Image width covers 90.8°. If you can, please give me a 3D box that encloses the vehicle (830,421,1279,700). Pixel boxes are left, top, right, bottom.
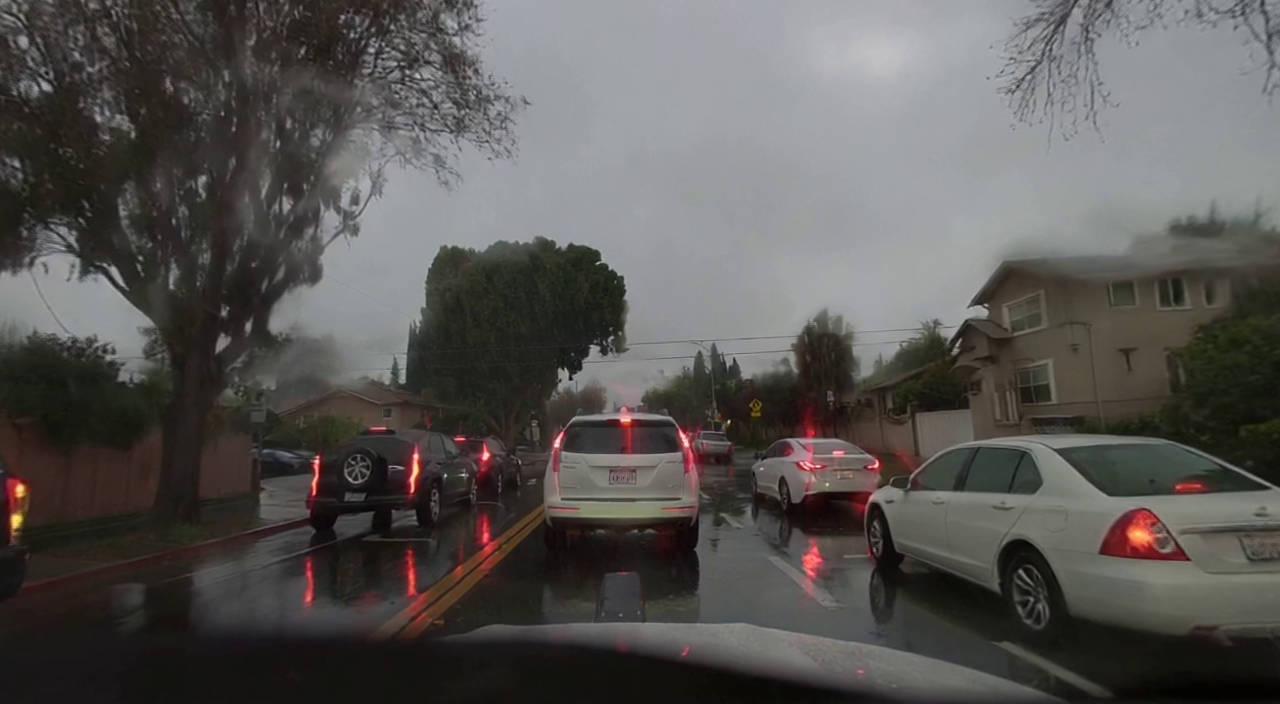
[{"bbox_3d":[3.478,1.461,5.769,1.977,1.480,4.589,0,-8,-1],"label":"vehicle"}]

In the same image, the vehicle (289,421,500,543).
[{"bbox_3d":[-3.715,2.029,10.533,1.864,1.576,4.324,0,-8,-2],"label":"vehicle"}]

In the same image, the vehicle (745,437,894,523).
[{"bbox_3d":[3.468,2.525,13.048,1.880,1.476,3.932,0,-8,-1],"label":"vehicle"}]

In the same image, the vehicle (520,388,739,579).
[{"bbox_3d":[-0.213,1.609,8.465,2.164,1.867,4.254,0,-8,-3],"label":"vehicle"}]
